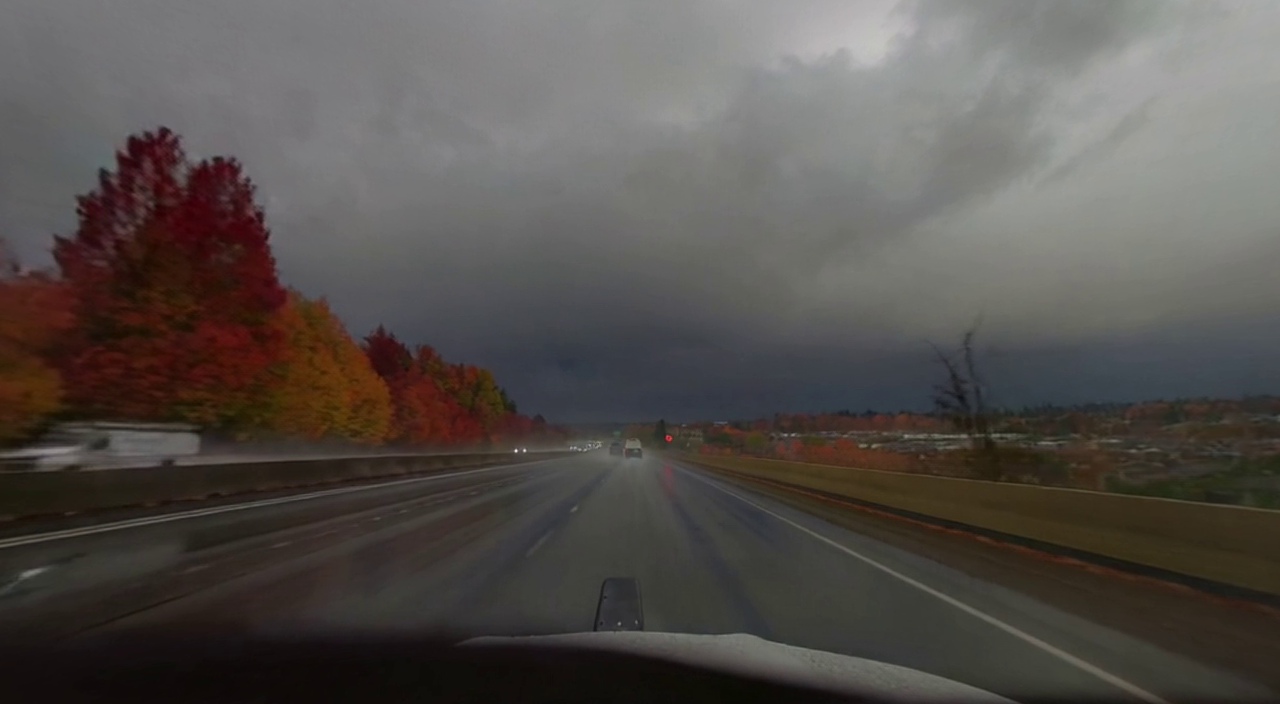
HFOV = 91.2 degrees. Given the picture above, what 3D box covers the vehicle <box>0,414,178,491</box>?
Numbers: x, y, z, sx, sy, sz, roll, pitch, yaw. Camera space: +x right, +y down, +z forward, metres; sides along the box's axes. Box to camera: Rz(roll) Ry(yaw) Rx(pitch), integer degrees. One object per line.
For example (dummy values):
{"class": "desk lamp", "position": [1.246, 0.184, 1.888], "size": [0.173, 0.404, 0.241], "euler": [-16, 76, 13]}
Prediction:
{"class": "vehicle", "position": [-19.691, 3.425, 21.493], "size": [2.454, 2.194, 6.881], "euler": [0, -9, 0]}
